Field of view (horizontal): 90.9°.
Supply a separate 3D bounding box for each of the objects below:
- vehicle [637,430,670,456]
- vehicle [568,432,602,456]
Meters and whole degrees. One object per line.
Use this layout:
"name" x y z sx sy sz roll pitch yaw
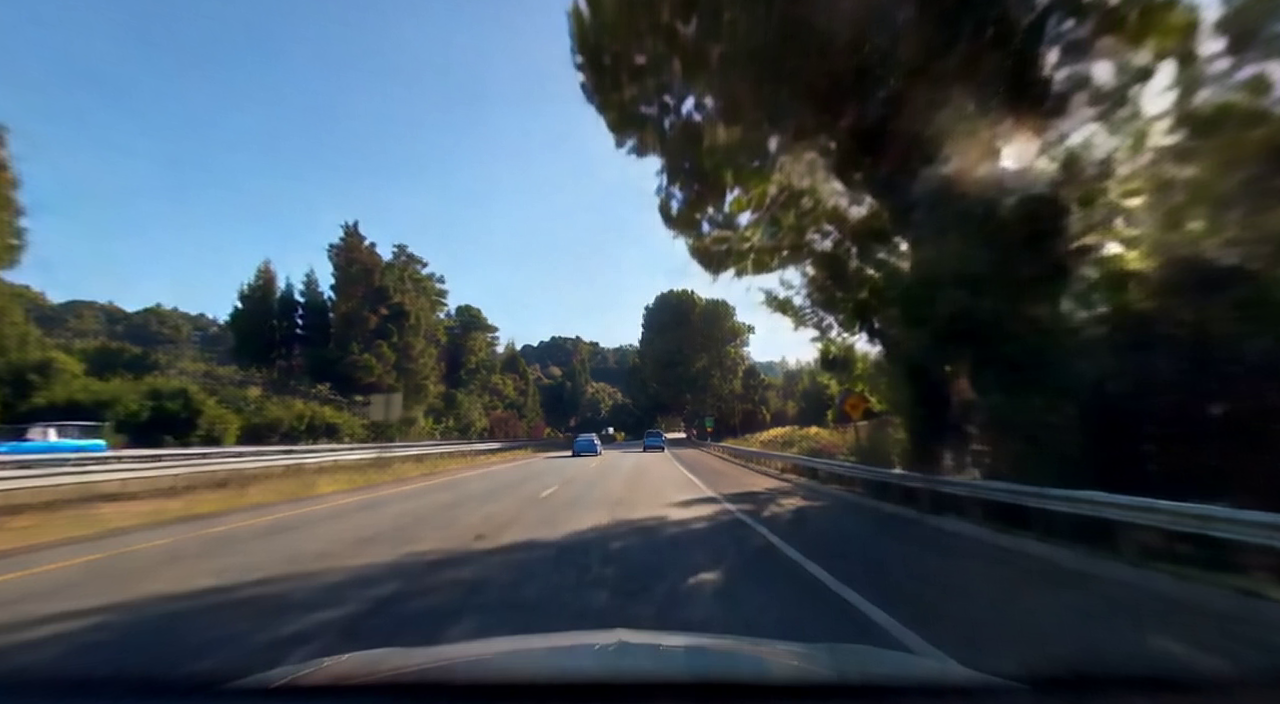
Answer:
"vehicle" 0.840 5.842 40.635 2.041 1.618 3.898 0 -8 0
"vehicle" -3.671 6.181 42.456 1.950 1.518 3.941 0 -8 0
